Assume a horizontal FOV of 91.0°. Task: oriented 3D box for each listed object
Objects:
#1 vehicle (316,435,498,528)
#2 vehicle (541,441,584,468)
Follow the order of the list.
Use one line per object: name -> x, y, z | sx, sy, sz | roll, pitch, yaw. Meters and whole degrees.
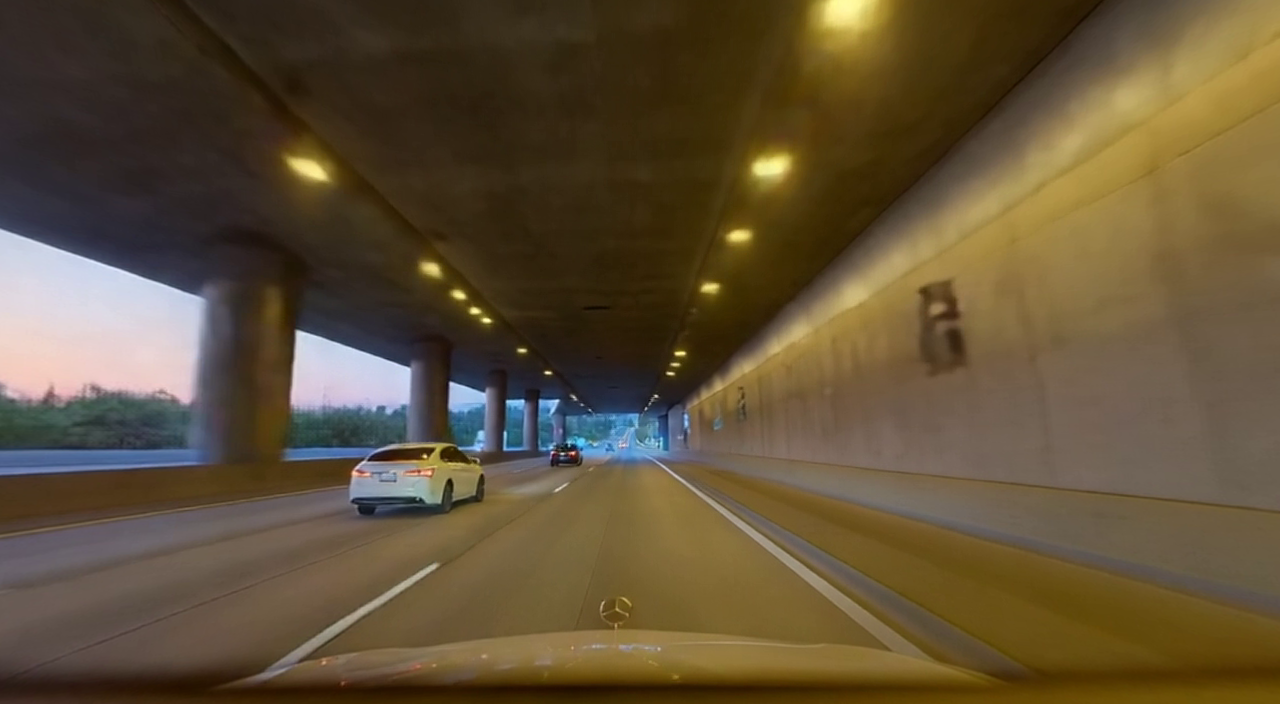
vehicle -> -4.152, 2.351, 12.071 | 1.885, 1.424, 4.230 | -1, -8, 0
vehicle -> -4.399, 5.878, 36.334 | 1.973, 1.474, 4.199 | -1, -8, 0
